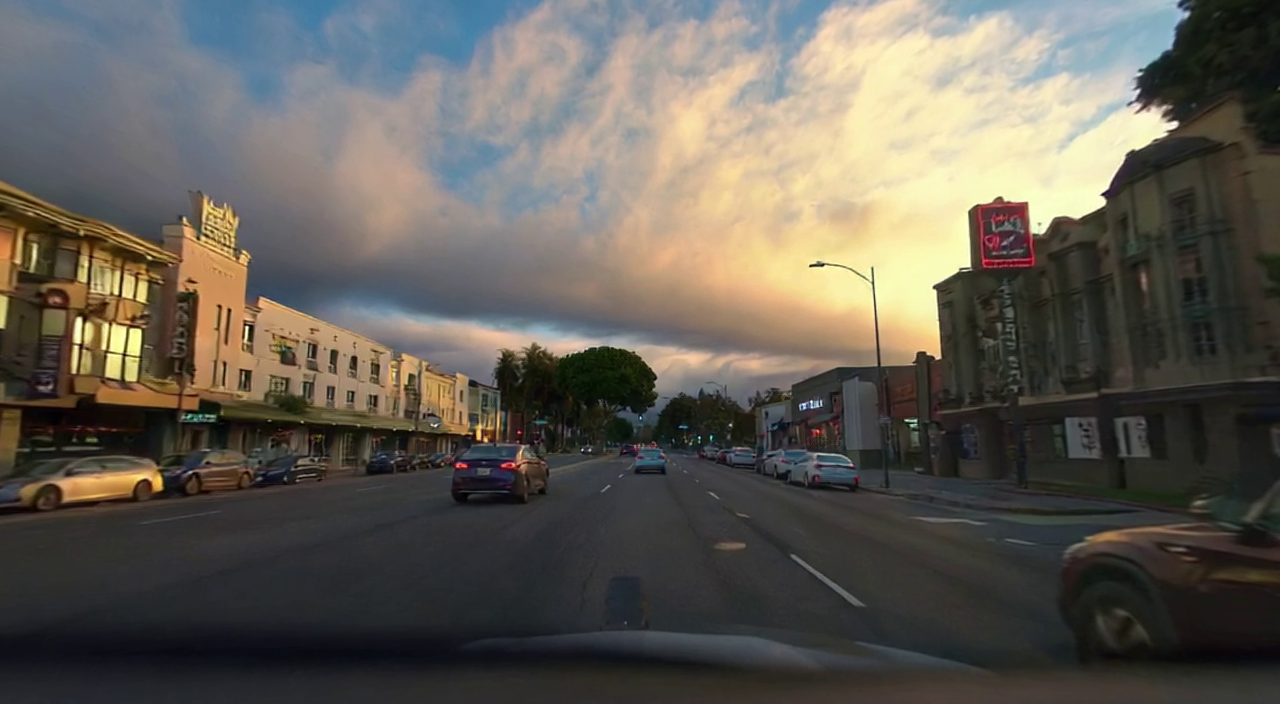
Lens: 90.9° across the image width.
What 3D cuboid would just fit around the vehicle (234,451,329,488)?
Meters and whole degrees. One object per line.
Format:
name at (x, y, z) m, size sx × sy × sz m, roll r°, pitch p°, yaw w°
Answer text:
vehicle at (-16.977, 5.544, 30.136) m, size 1.915 × 1.497 × 4.445 m, roll -2°, pitch -8°, yaw 1°

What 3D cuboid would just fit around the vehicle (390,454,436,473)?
vehicle at (-16.632, 8.158, 46.358) m, size 1.668 × 1.298 × 4.337 m, roll 0°, pitch -9°, yaw 1°

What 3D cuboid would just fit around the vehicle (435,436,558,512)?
vehicle at (-3.166, 2.775, 14.817) m, size 1.860 × 1.510 × 4.073 m, roll 0°, pitch -9°, yaw 1°

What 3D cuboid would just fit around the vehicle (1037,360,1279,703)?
vehicle at (3.260, 0.753, 1.557) m, size 1.987 × 1.637 × 3.896 m, roll 0°, pitch -9°, yaw 0°

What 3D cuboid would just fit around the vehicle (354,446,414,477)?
vehicle at (-16.645, 7.090, 41.194) m, size 2.089 × 1.756 × 4.486 m, roll -2°, pitch -8°, yaw -1°

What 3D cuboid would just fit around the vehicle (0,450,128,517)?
vehicle at (-17.160, 3.613, 17.727) m, size 1.910 × 1.638 × 4.198 m, roll 0°, pitch -9°, yaw 1°

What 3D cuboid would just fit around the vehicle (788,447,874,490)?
vehicle at (7.229, 4.433, 24.409) m, size 1.880 × 1.451 × 4.958 m, roll 0°, pitch -9°, yaw 1°

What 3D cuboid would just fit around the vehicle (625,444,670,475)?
vehicle at (0.390, 5.353, 31.636) m, size 2.103 × 1.468 × 4.094 m, roll 0°, pitch -9°, yaw 1°

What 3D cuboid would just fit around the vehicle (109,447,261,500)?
vehicle at (-16.970, 4.495, 23.913) m, size 2.121 × 1.678 × 4.936 m, roll -2°, pitch -8°, yaw 0°

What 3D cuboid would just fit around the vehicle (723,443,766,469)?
vehicle at (7.377, 7.417, 45.176) m, size 2.207 × 1.789 × 5.099 m, roll 0°, pitch -9°, yaw 0°
